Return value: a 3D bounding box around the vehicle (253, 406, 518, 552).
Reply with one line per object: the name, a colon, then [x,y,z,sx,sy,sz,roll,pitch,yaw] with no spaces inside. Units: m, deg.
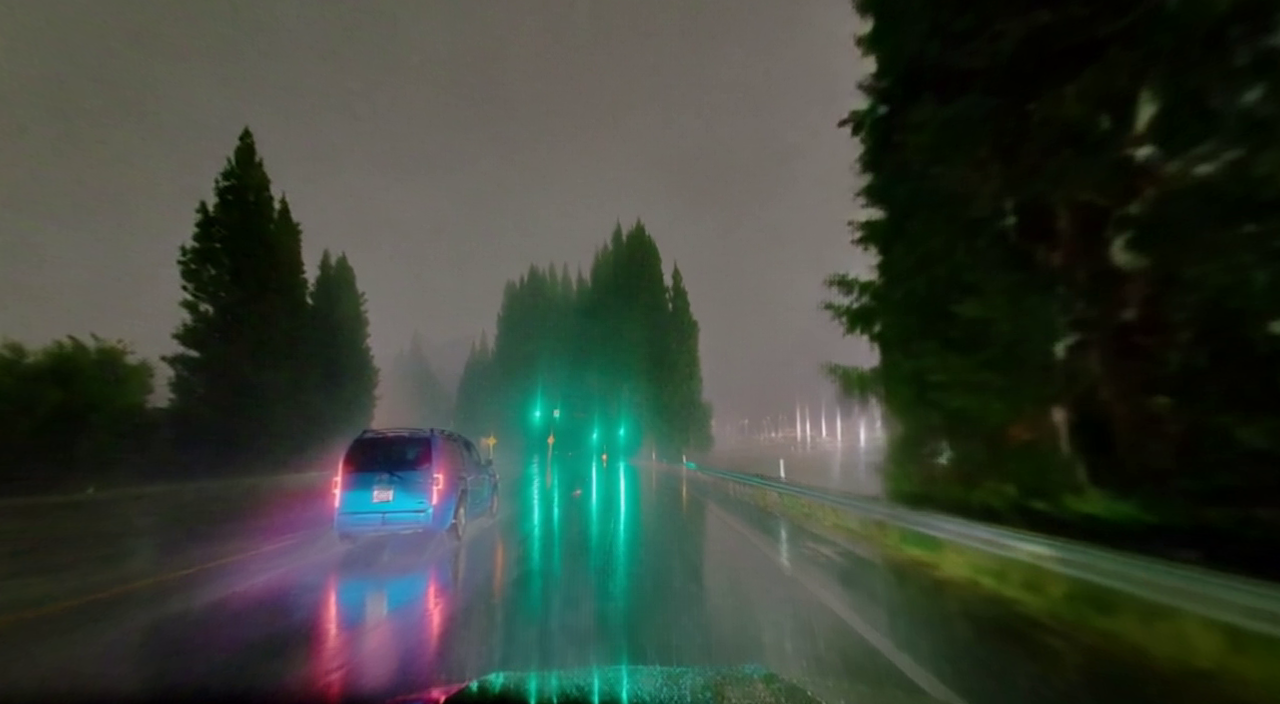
vehicle: [-3.754,2.002,10.656,2.336,1.857,4.986,0,-8,1]
